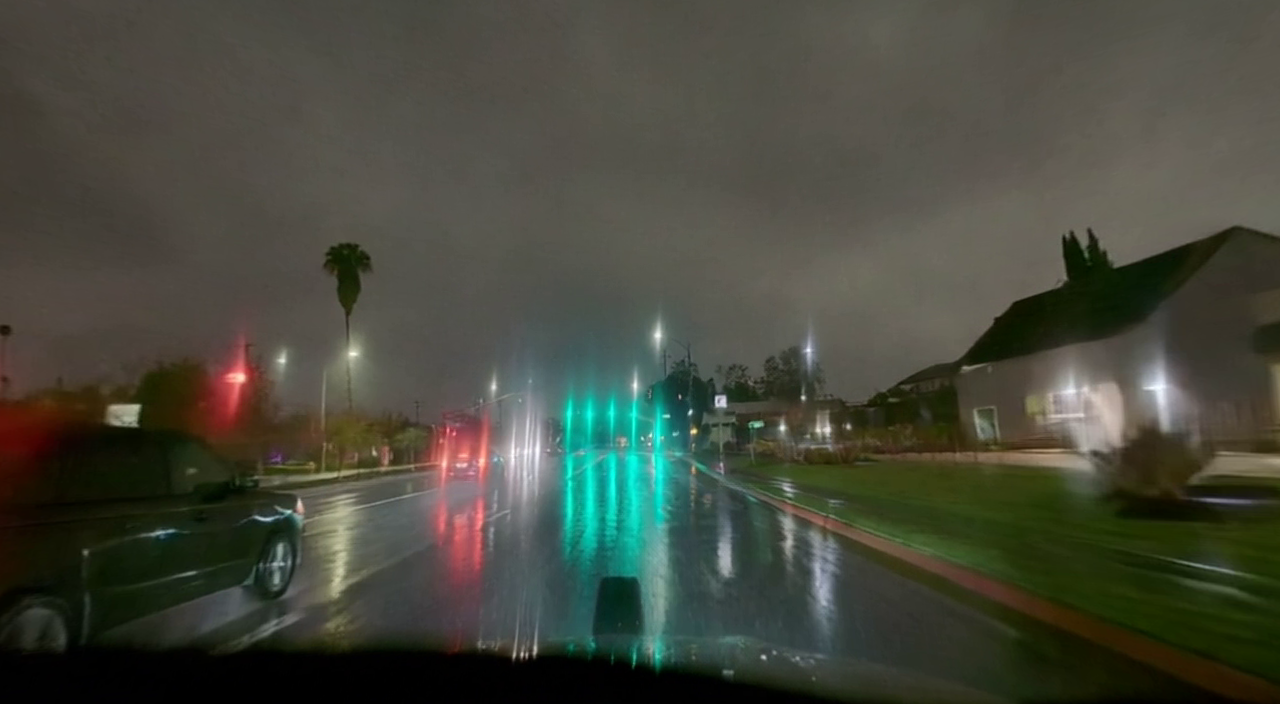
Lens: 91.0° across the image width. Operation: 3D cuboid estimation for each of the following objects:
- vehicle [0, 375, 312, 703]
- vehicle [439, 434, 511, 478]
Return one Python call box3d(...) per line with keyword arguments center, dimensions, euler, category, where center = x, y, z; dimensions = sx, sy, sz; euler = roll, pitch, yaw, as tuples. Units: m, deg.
box3d(center=(-4.101, 1.058, 3.757), dimensions=(2.041, 1.666, 4.182), euler=(0, -8, -1), category="vehicle")
box3d(center=(-7.460, 4.755, 28.959), dimensions=(2.136, 1.844, 4.363), euler=(0, -8, 0), category="vehicle")
